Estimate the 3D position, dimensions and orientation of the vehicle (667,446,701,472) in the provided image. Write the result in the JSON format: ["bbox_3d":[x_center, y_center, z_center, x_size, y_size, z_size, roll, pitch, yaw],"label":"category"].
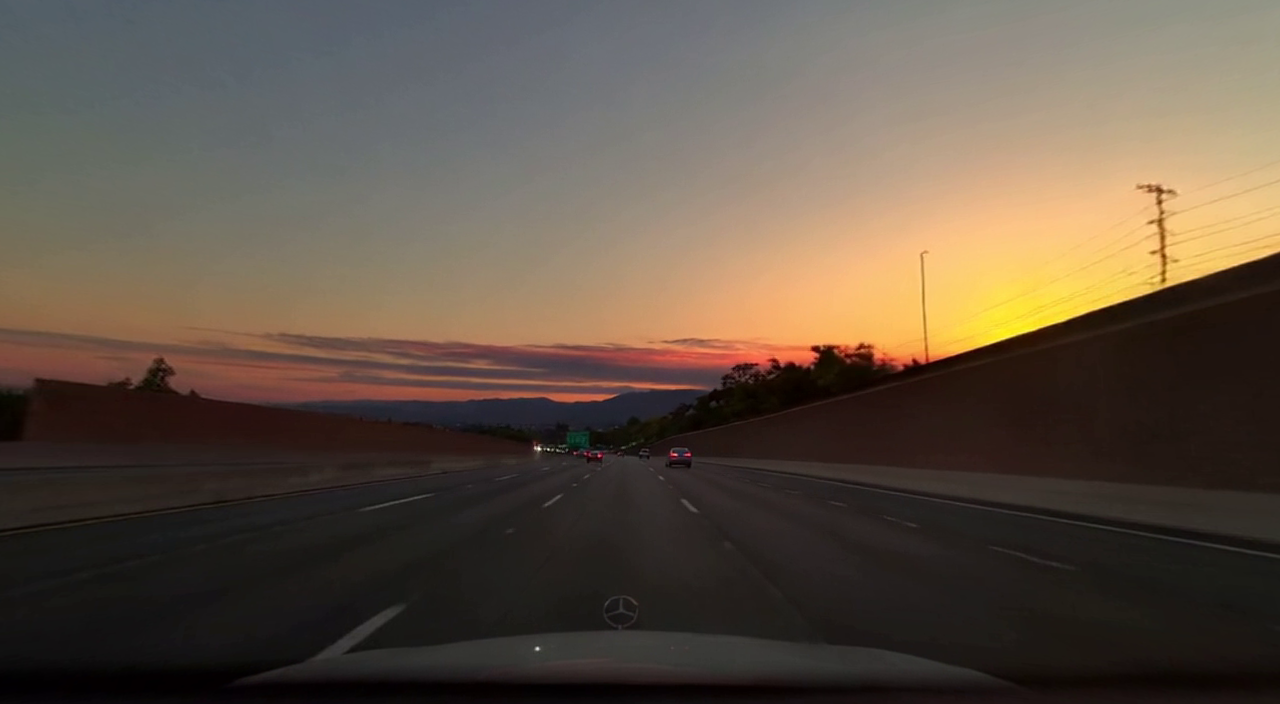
[{"bbox_3d":[2.842,6.948,40.920,1.895,1.555,4.030,0,-9,0],"label":"vehicle"}]
